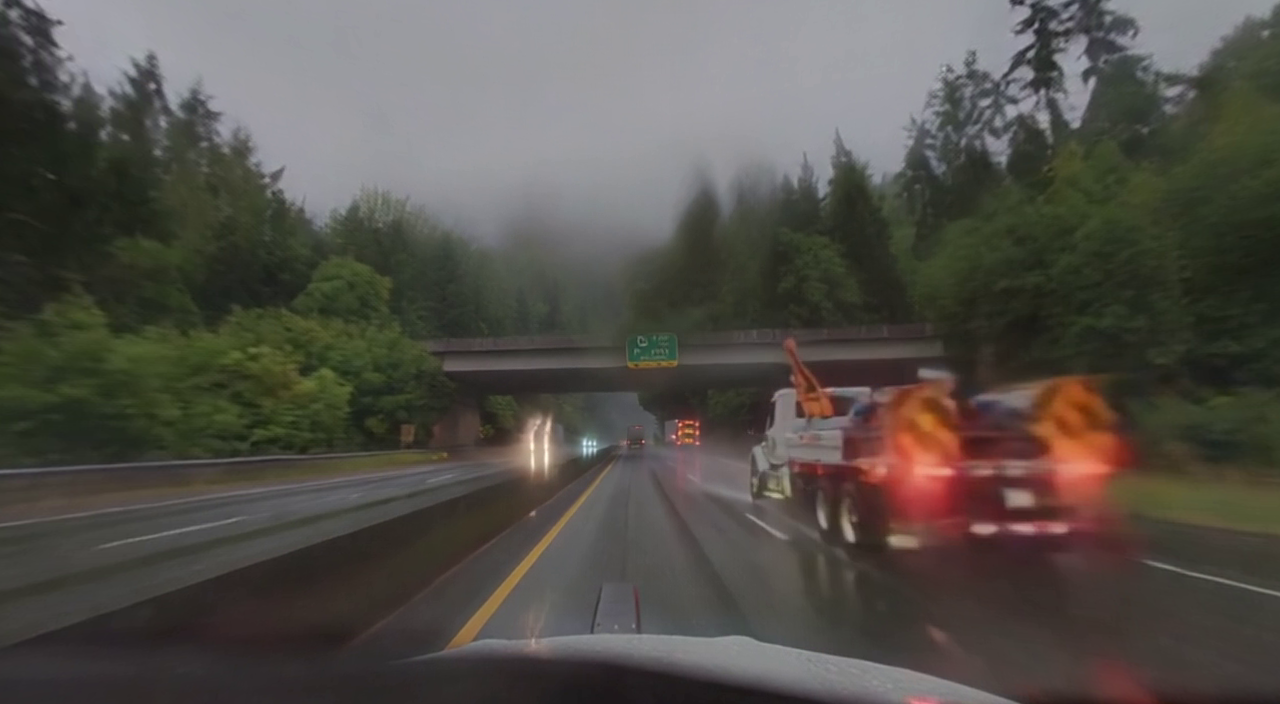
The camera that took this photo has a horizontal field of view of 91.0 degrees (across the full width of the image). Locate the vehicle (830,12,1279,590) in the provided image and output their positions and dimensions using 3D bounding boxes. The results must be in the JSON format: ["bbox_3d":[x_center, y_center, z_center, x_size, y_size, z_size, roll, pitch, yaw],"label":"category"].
[{"bbox_3d":[4.490,-0.145,7.025,2.875,4.206,4.999,-3,-9,0],"label":"vehicle"}]
